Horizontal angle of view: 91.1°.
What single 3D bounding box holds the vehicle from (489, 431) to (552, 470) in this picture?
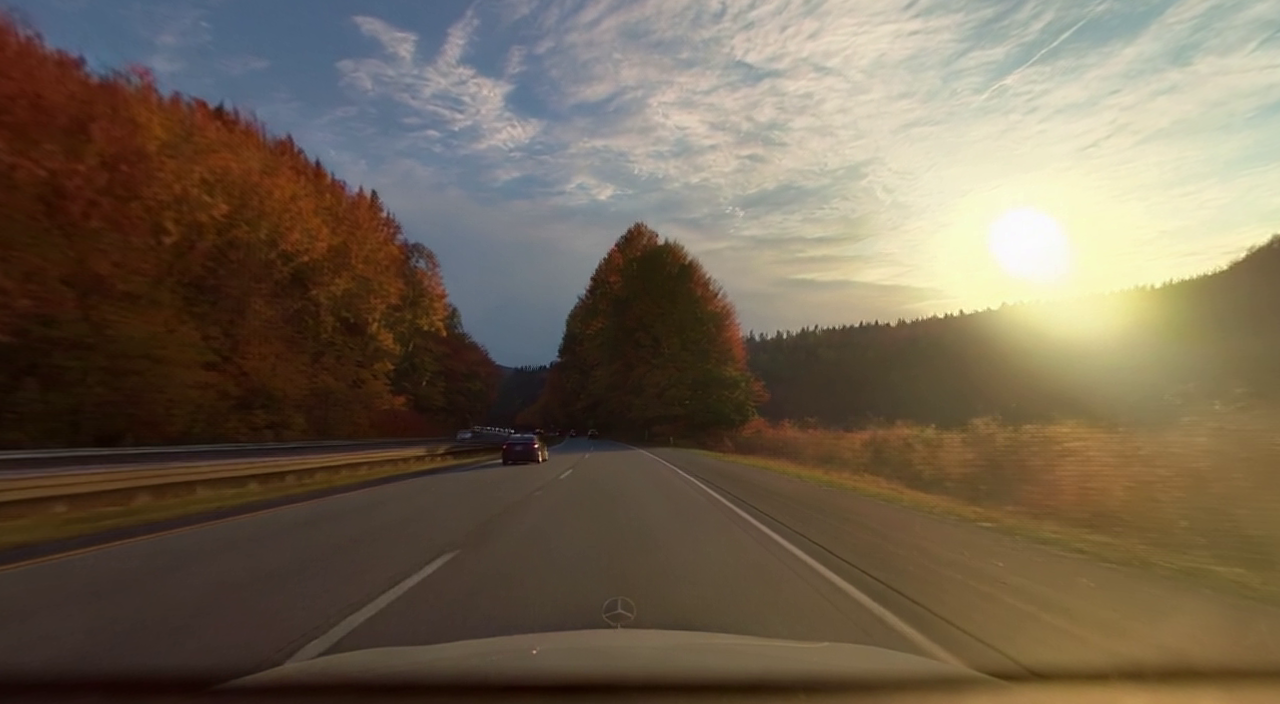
[{"bbox_3d":[-5.207,4.344,28.047,2.073,1.559,4.393,0,-8,-2],"label":"vehicle"}]
